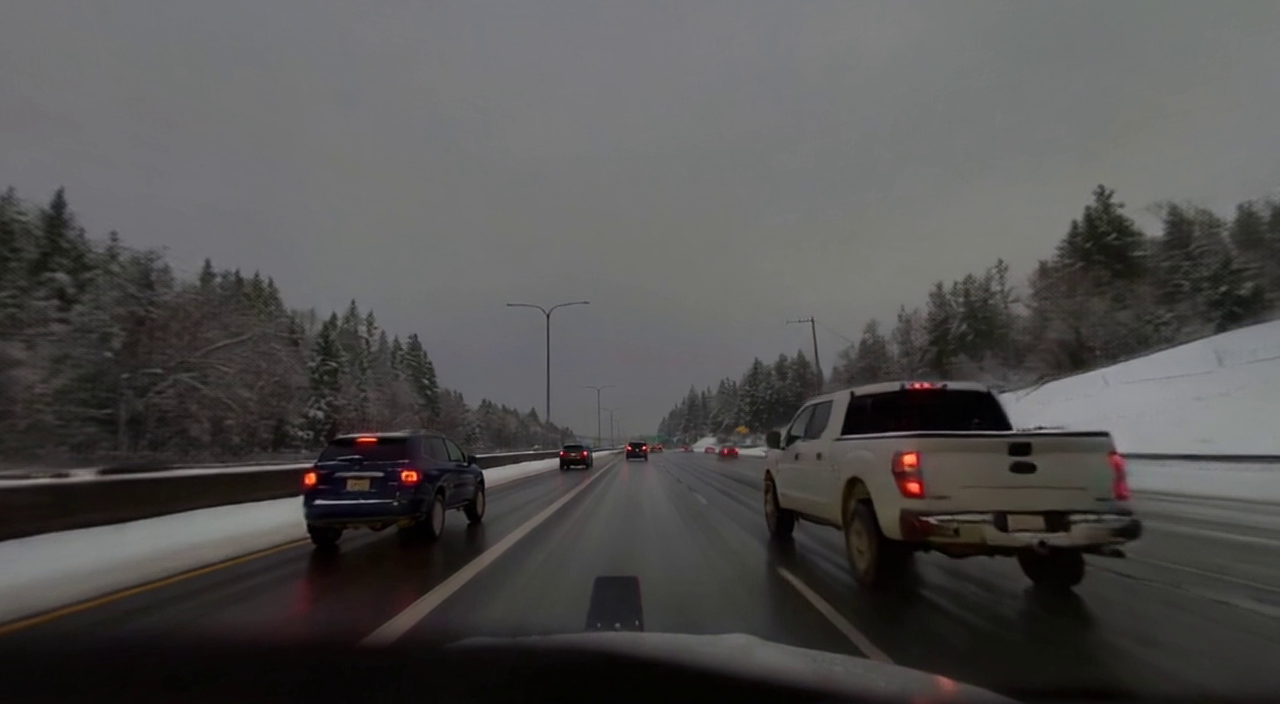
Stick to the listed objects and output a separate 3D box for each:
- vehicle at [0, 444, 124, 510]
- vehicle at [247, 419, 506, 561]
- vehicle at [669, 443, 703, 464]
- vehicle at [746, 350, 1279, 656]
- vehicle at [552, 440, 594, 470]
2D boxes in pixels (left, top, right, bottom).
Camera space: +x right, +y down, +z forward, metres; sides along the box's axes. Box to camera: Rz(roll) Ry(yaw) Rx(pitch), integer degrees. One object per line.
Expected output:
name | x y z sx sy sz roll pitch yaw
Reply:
vehicle | -16.070 3.169 16.314 1.937 1.535 4.223 0 -8 -1
vehicle | -3.585 1.962 9.724 2.119 1.654 4.353 0 -8 0
vehicle | 3.305 7.413 46.226 2.007 1.469 4.337 0 -8 -1
vehicle | 2.764 1.329 6.772 2.200 1.870 5.649 0 -8 -1
vehicle | -3.917 6.122 37.655 1.992 1.651 4.185 0 -8 0
